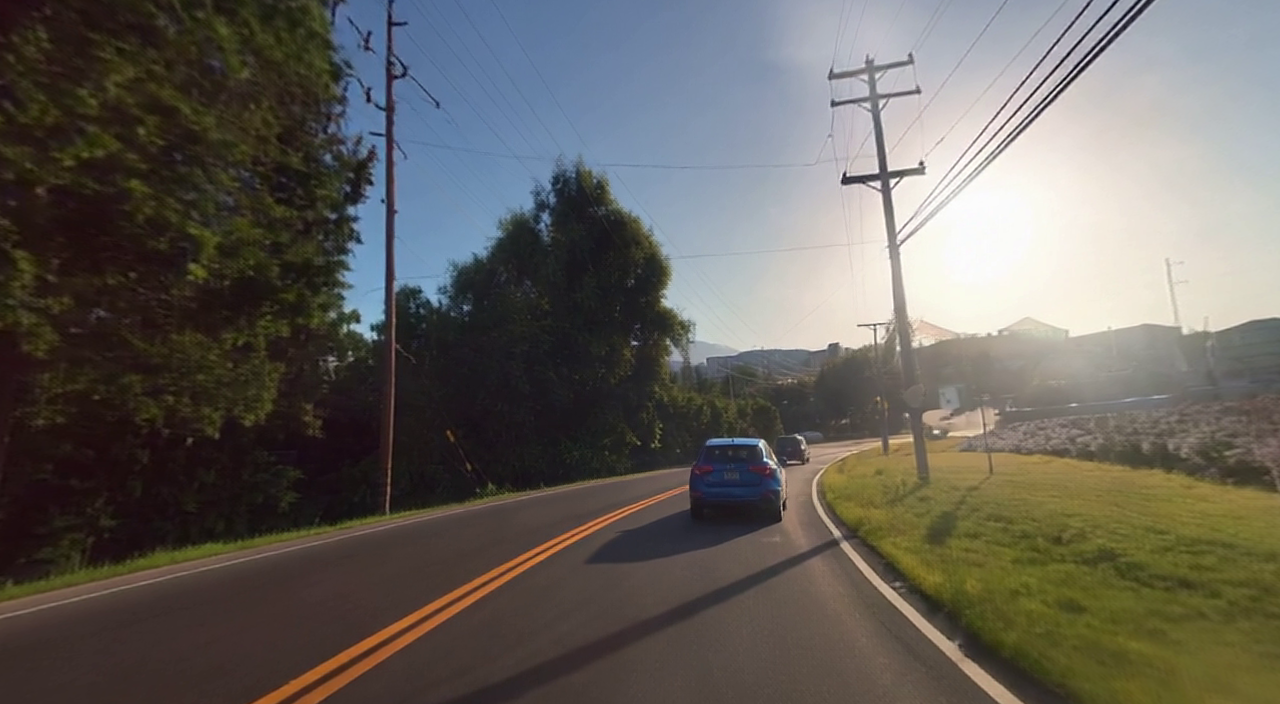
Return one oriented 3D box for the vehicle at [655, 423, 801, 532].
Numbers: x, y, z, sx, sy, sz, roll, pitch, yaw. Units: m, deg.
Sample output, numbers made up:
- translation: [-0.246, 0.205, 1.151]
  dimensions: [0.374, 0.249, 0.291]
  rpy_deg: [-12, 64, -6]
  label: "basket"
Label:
- translation: [1.774, 2.179, 11.554]
  dimensions: [2.157, 1.565, 4.243]
  rpy_deg: [-2, -9, 13]
  label: "vehicle"
